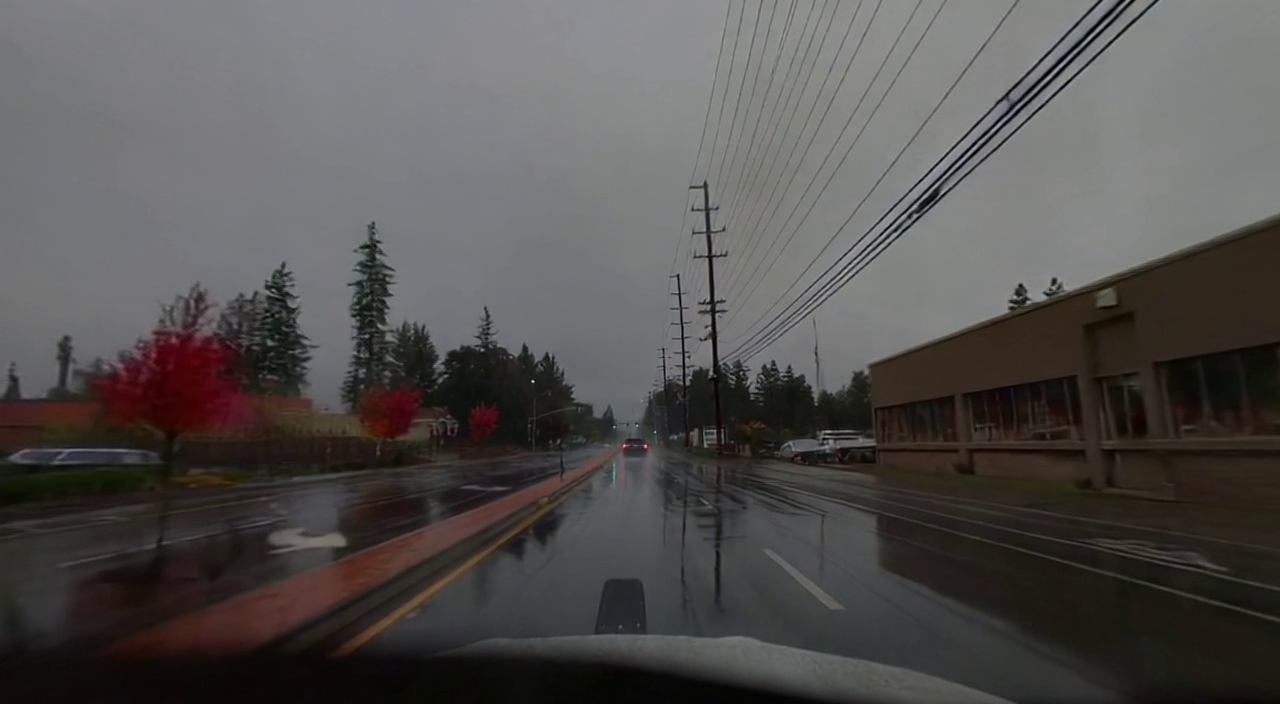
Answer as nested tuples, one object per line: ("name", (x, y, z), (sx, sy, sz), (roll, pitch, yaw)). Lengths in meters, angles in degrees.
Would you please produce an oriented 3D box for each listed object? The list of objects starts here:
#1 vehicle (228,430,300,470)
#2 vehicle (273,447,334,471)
("vehicle", (-25.708, 6.717, 43.428), (2.364, 2.577, 5.460), (2, -9, -11))
("vehicle", (-23.142, 7.347, 43.661), (1.972, 1.505, 4.657), (1, -9, -5))
